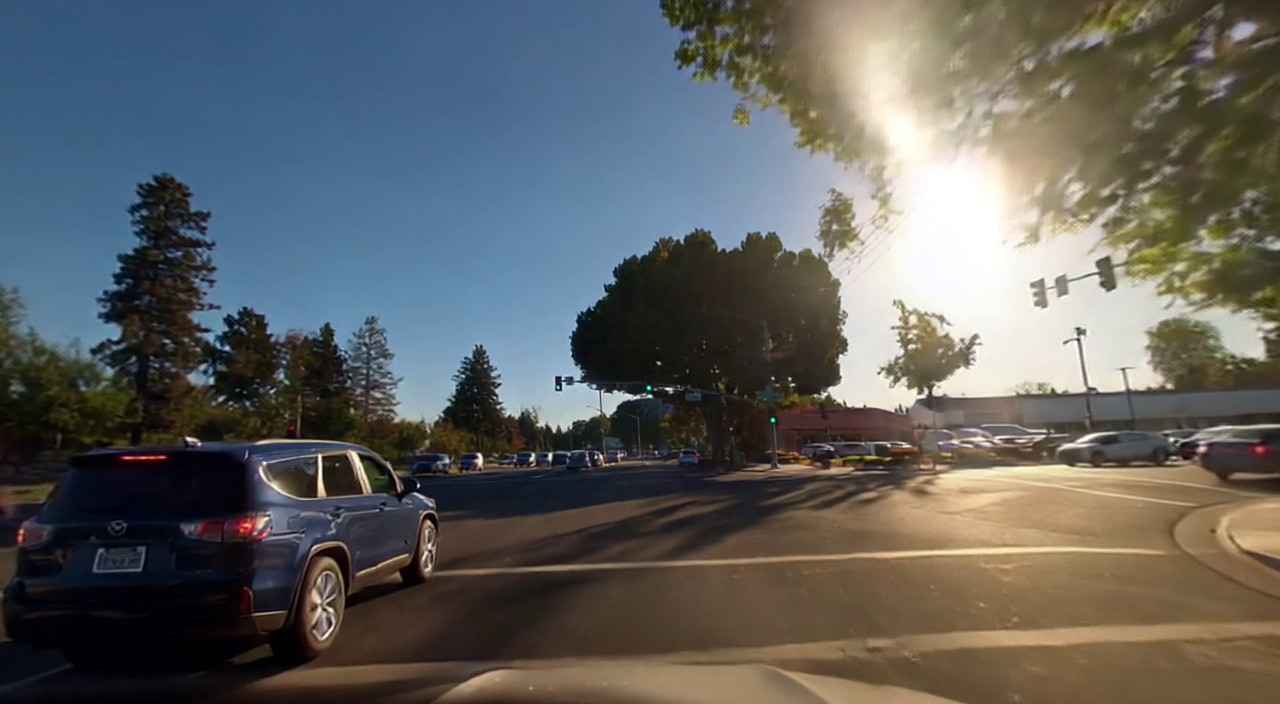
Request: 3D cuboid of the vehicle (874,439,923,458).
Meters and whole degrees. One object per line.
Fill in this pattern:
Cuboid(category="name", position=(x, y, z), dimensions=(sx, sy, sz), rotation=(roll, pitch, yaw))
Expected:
Cuboid(category="vehicle", position=(20.145, 7.479, 48.983), dimensions=(1.945, 1.434, 4.293), rotation=(-9, -12, 44))

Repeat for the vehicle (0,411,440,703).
Cuboid(category="vehicle", position=(-2.887, 1.156, 3.441), dimensions=(1.924, 1.482, 4.734), rotation=(0, -8, 1))

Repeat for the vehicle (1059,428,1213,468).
Cuboid(category="vehicle", position=(19.765, 3.844, 25.239), dimensions=(4.552, 1.492, 2.002), rotation=(0, -9, -4))

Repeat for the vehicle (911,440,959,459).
Cuboid(category="vehicle", position=(22.182, 7.309, 47.322), dimensions=(1.930, 1.410, 4.313), rotation=(-8, -12, 42))

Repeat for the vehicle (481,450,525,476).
Cuboid(category="vehicle", position=(-9.954, 8.062, 46.033), dimensions=(1.905, 1.724, 4.449), rotation=(-1, -8, 4))
